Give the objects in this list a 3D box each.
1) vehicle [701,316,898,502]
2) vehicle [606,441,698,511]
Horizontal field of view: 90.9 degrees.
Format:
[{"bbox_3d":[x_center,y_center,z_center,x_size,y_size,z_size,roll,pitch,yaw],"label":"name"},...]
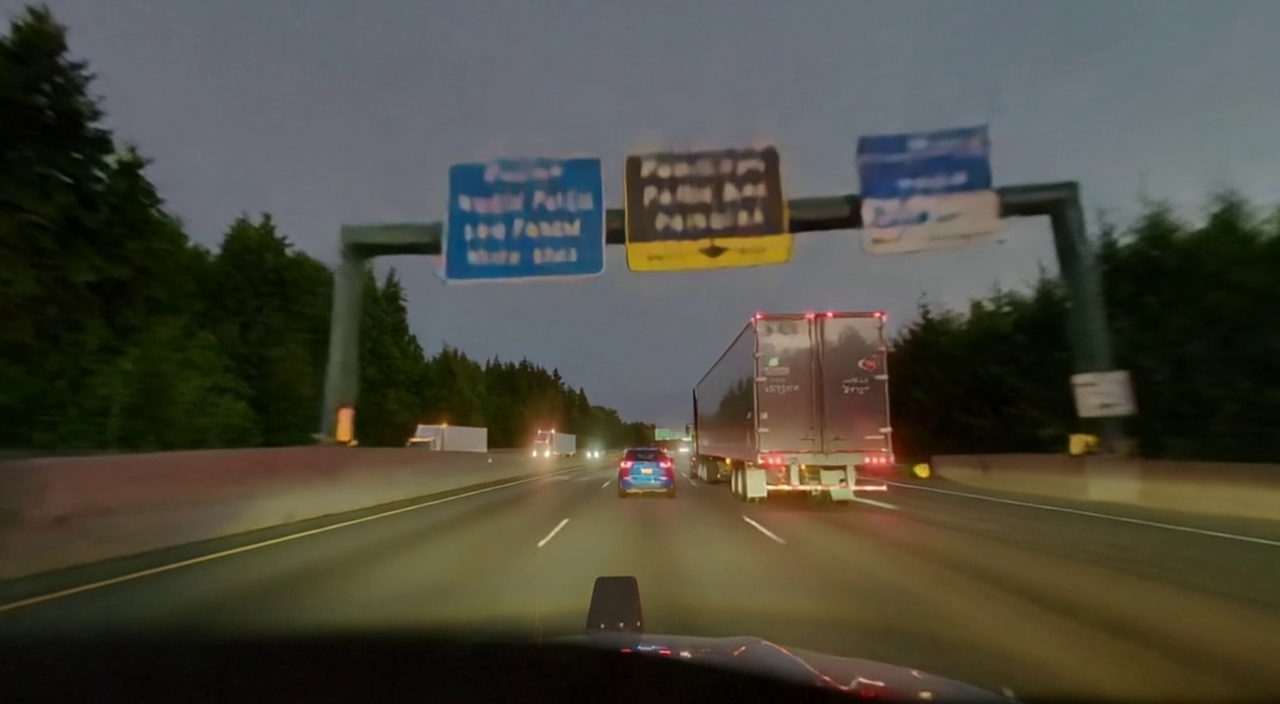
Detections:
[{"bbox_3d":[4.053,2.283,20.465,2.960,4.018,13.834,0,-9,1],"label":"vehicle"},{"bbox_3d":[0.253,3.135,16.367,2.039,1.532,4.610,0,-9,-1],"label":"vehicle"}]
